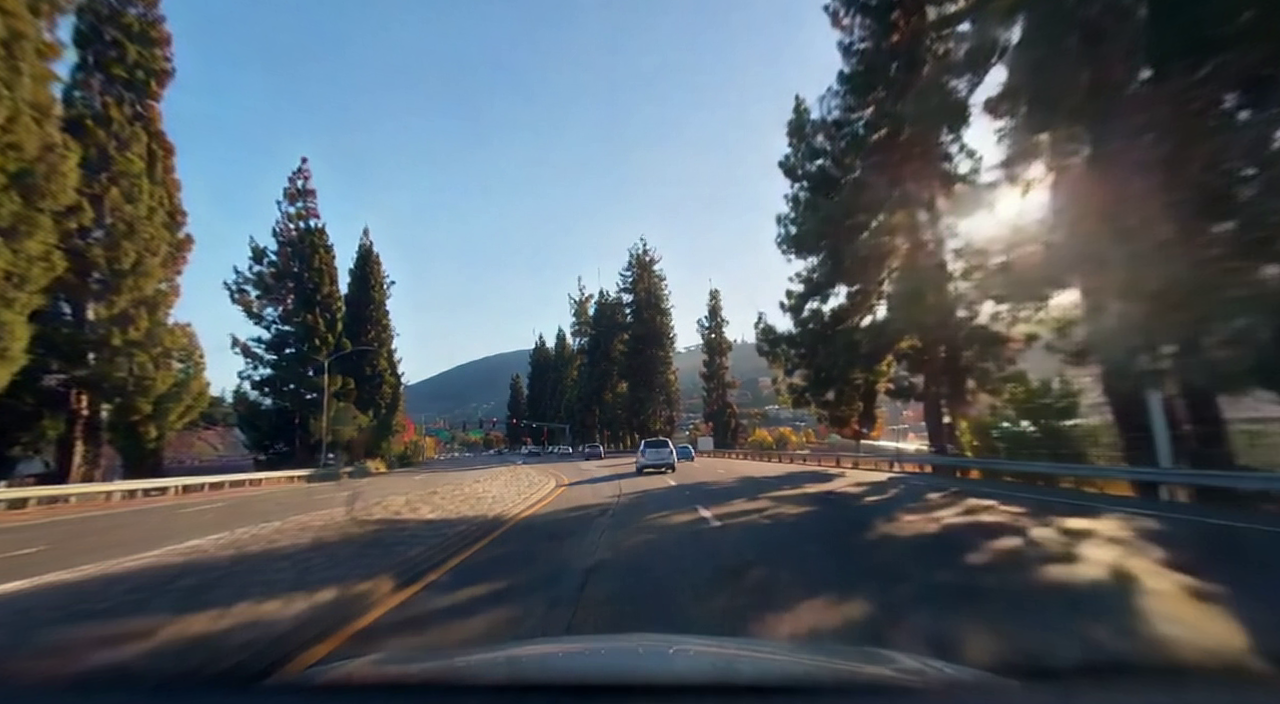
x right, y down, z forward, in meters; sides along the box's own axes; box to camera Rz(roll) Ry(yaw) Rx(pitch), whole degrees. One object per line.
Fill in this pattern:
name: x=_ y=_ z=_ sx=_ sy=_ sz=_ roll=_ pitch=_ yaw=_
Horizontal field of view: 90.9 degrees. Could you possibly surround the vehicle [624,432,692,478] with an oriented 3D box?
vehicle: x=0.658 y=4.357 z=26.992 sx=2.253 sy=1.756 sz=4.313 roll=2 pitch=-8 yaw=-7
